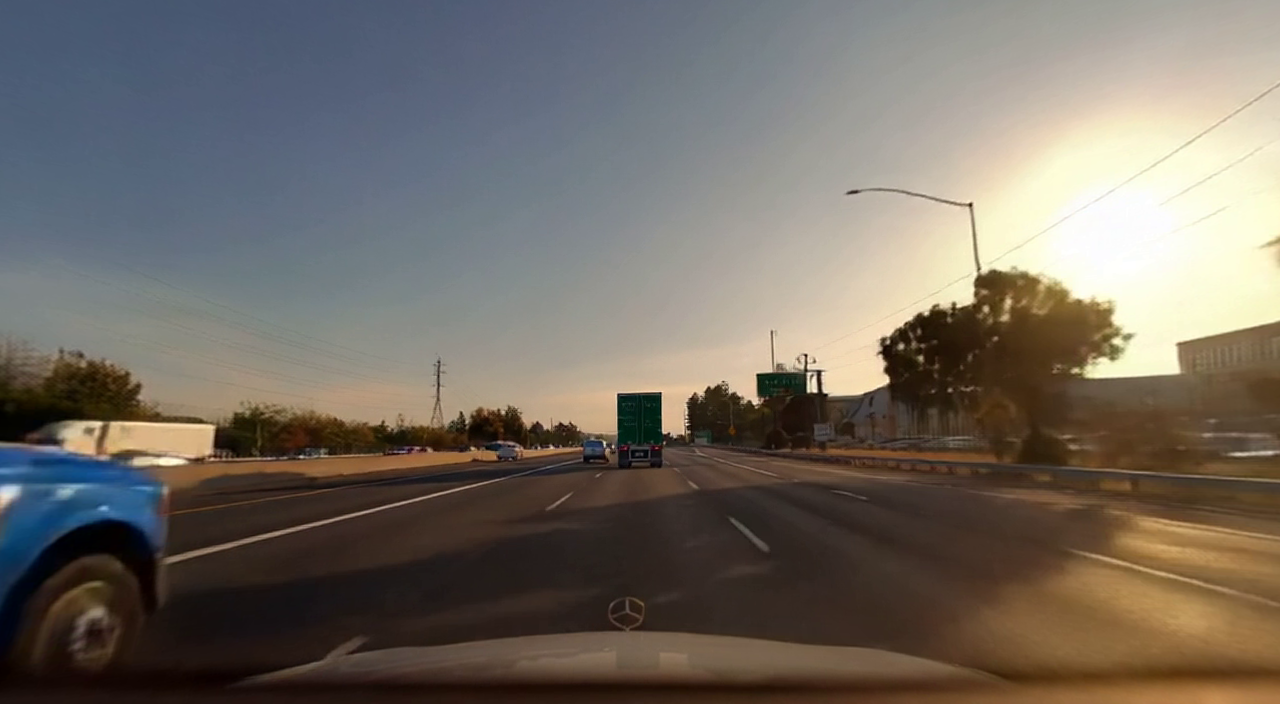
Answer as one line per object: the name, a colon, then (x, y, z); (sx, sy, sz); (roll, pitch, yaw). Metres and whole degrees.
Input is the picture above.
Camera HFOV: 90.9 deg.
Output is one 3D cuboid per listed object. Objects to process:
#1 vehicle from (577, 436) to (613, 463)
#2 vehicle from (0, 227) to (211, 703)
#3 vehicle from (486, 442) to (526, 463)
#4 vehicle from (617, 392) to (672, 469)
vehicle: (-3.317, 7.270, 47.268); (2.293, 1.923, 5.141); (0, -8, 0)
vehicle: (-3.766, 0.298, 0.100); (2.749, 2.141, 6.515); (0, -8, 1)
vehicle: (-10.473, 7.873, 49.593); (2.012, 1.509, 4.789); (0, -8, 1)
vehicle: (0.306, 5.103, 40.023); (2.879, 4.085, 13.125); (0, -8, 1)
